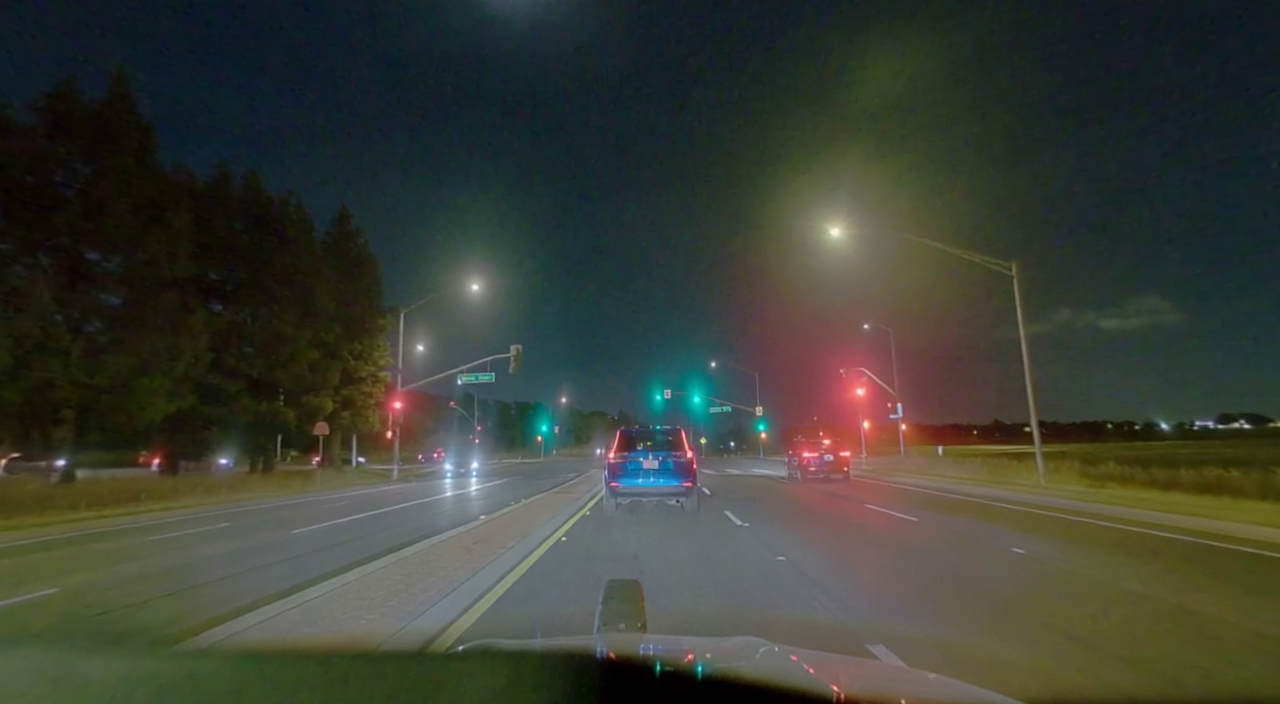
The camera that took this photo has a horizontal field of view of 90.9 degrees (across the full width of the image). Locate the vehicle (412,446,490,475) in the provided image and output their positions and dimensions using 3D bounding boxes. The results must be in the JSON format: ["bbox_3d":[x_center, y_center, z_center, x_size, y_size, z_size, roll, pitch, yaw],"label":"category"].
[{"bbox_3d":[-10.906,6.168,36.166,2.425,1.480,4.707,7,-11,-41],"label":"vehicle"}]

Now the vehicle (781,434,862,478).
[{"bbox_3d":[7.279,4.208,25.835,2.012,1.636,4.352,0,-8,0],"label":"vehicle"}]

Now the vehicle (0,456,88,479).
[{"bbox_3d":[-40.953,7.874,42.979,4.559,1.458,2.265,-1,-8,3],"label":"vehicle"}]

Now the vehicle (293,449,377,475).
[{"bbox_3d":[-20.044,7.196,41.527,4.510,1.606,2.192,-2,-9,12],"label":"vehicle"}]

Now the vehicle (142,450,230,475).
[{"bbox_3d":[-31.458,7.654,43.760,4.608,1.680,2.026,-1,-8,3],"label":"vehicle"}]

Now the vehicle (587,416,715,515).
[{"bbox_3d":[0.203,2.357,13.514,2.298,1.770,4.138,0,-8,0],"label":"vehicle"}]
